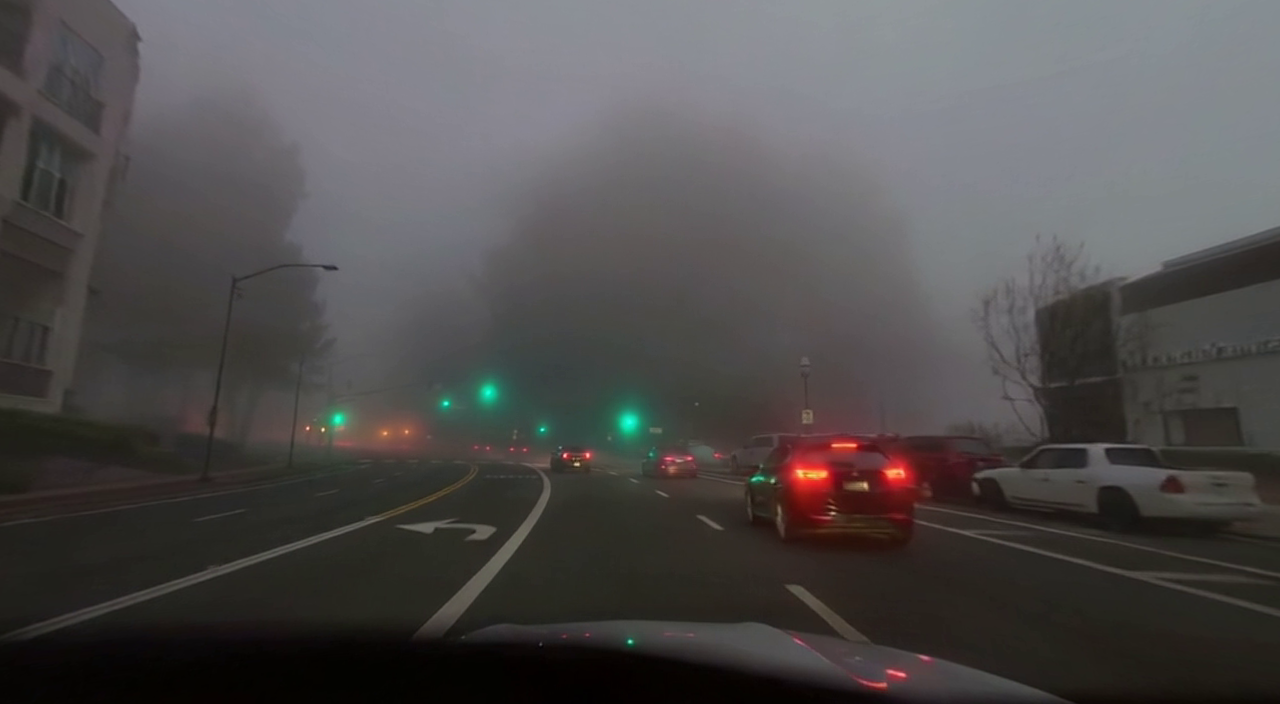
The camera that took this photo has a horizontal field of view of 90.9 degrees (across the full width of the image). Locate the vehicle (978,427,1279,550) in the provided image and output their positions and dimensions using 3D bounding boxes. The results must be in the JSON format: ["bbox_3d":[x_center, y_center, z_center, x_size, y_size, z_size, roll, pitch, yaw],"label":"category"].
[{"bbox_3d":[7.546,1.967,9.846,1.820,1.450,4.408,1,-8,-4],"label":"vehicle"}]

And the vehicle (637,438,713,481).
[{"bbox_3d":[1.218,4.102,24.322,1.984,1.476,4.488,1,-8,-9],"label":"vehicle"}]

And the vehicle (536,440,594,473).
[{"bbox_3d":[-3.872,5.195,31.640,2.308,1.535,4.811,2,-9,-13],"label":"vehicle"}]

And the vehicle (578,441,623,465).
[{"bbox_3d":[-2.595,6.464,40.464,1.957,1.463,4.701,2,-9,-16],"label":"vehicle"}]

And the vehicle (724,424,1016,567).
[{"bbox_3d":[2.725,1.834,8.894,2.280,1.472,4.426,0,-8,-3],"label":"vehicle"}]
